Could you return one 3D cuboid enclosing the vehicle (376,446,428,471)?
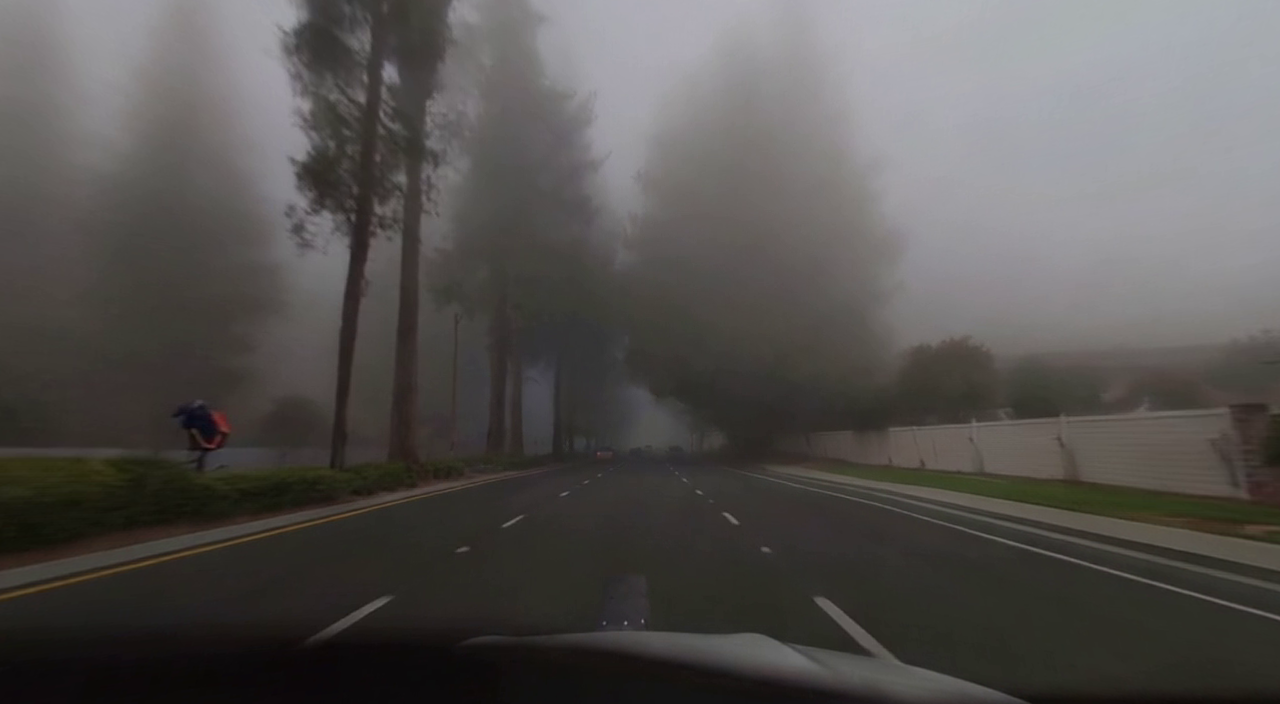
[{"bbox_3d":[-17.746,7.948,47.265,1.978,1.766,4.752,0,-9,1],"label":"vehicle"}]
